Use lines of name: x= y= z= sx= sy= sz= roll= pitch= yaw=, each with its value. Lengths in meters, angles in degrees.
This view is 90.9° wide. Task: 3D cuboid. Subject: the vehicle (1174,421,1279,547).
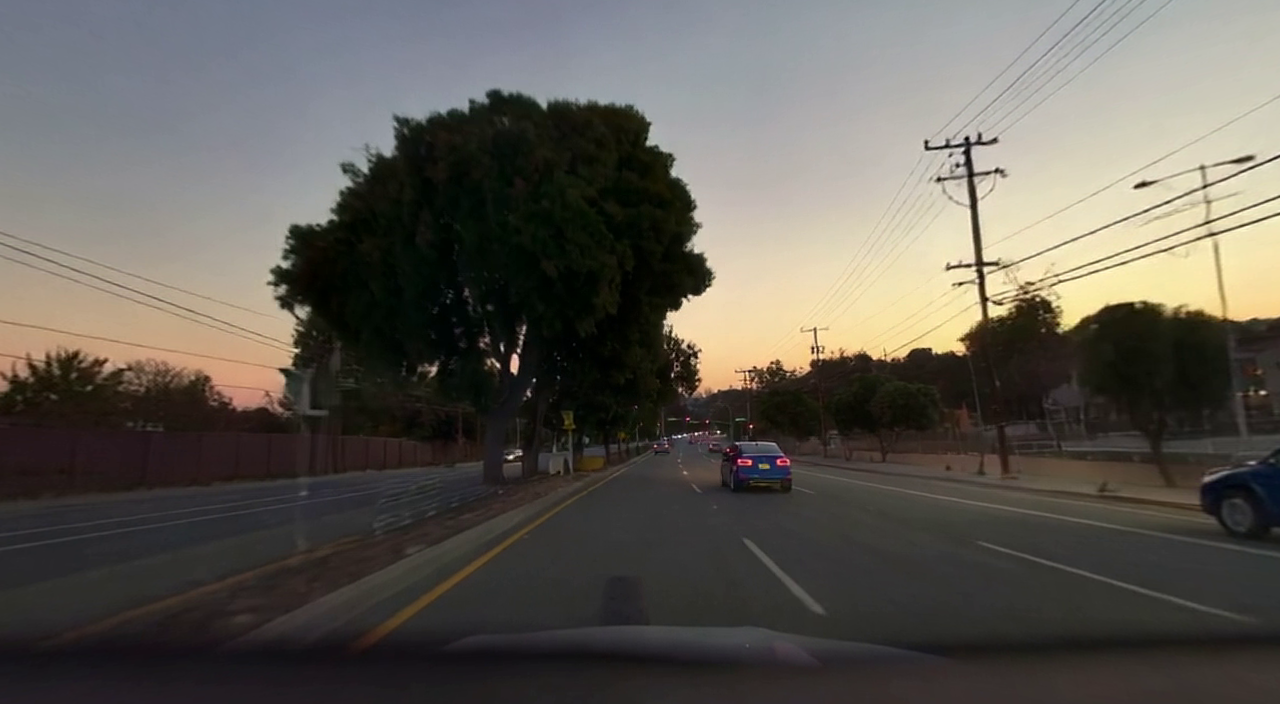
vehicle: x=9.751 y=1.725 z=8.040 sx=1.978 sy=1.700 sz=4.461 roll=0 pitch=-8 yaw=1

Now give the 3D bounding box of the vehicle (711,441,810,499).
vehicle: x=3.358 y=3.364 z=18.400 sx=2.063 sy=1.481 sz=4.247 roll=0 pitch=-8 yaw=0
